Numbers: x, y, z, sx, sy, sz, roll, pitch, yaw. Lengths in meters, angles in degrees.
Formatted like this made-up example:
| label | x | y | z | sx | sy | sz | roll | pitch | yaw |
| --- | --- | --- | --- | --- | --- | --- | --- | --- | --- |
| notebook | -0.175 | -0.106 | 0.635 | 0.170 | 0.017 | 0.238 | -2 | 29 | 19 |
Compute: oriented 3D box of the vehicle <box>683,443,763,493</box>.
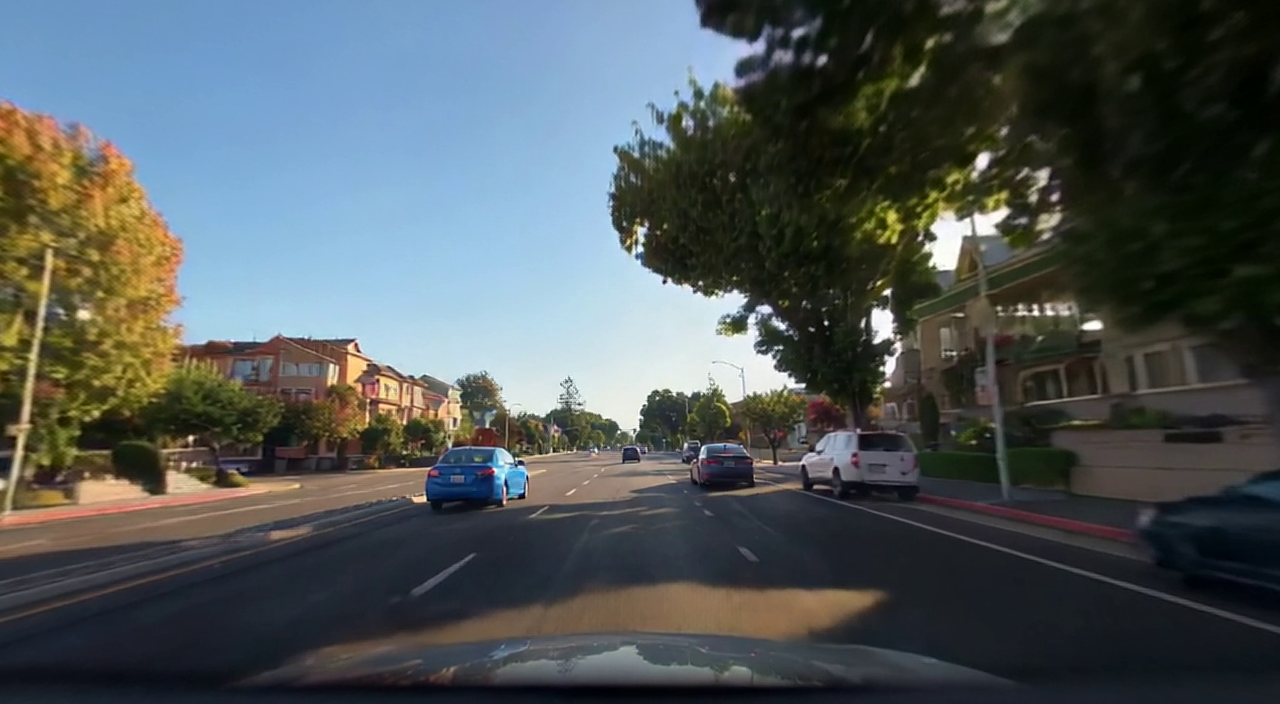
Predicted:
| label | x | y | z | sx | sy | sz | roll | pitch | yaw |
| --- | --- | --- | --- | --- | --- | --- | --- | --- | --- |
| vehicle | 2.585 | 3.749 | 20.847 | 1.978 | 1.471 | 4.426 | 0 | -9 | -1 |

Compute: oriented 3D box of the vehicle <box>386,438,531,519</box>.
| label | x | y | z | sx | sy | sz | roll | pitch | yaw |
| --- | --- | --- | --- | --- | --- | --- | --- | --- | --- |
| vehicle | -3.853 | 2.754 | 14.277 | 2.062 | 1.527 | 4.044 | 0 | -9 | 0 |

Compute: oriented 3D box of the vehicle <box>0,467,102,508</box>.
| label | x | y | z | sx | sy | sz | roll | pitch | yaw |
| --- | --- | --- | --- | --- | --- | --- | --- | --- | --- |
| vehicle | -24.144 | 5.246 | 24.679 | 4.451 | 1.445 | 1.945 | 0 | -9 | 1 |

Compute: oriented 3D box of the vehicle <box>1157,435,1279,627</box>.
| label | x | y | z | sx | sy | sz | roll | pitch | yaw |
| --- | --- | --- | --- | --- | --- | --- | --- | --- | --- |
| vehicle | 5.909 | 1.198 | 3.661 | 1.905 | 1.471 | 4.596 | 0 | -9 | 0 |

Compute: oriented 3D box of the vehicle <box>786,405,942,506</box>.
| label | x | y | z | sx | sy | sz | roll | pitch | yaw |
| --- | --- | --- | --- | --- | --- | --- | --- | --- | --- |
| vehicle | 6.012 | 2.880 | 17.887 | 2.394 | 2.400 | 5.209 | 0 | -9 | -1 |
